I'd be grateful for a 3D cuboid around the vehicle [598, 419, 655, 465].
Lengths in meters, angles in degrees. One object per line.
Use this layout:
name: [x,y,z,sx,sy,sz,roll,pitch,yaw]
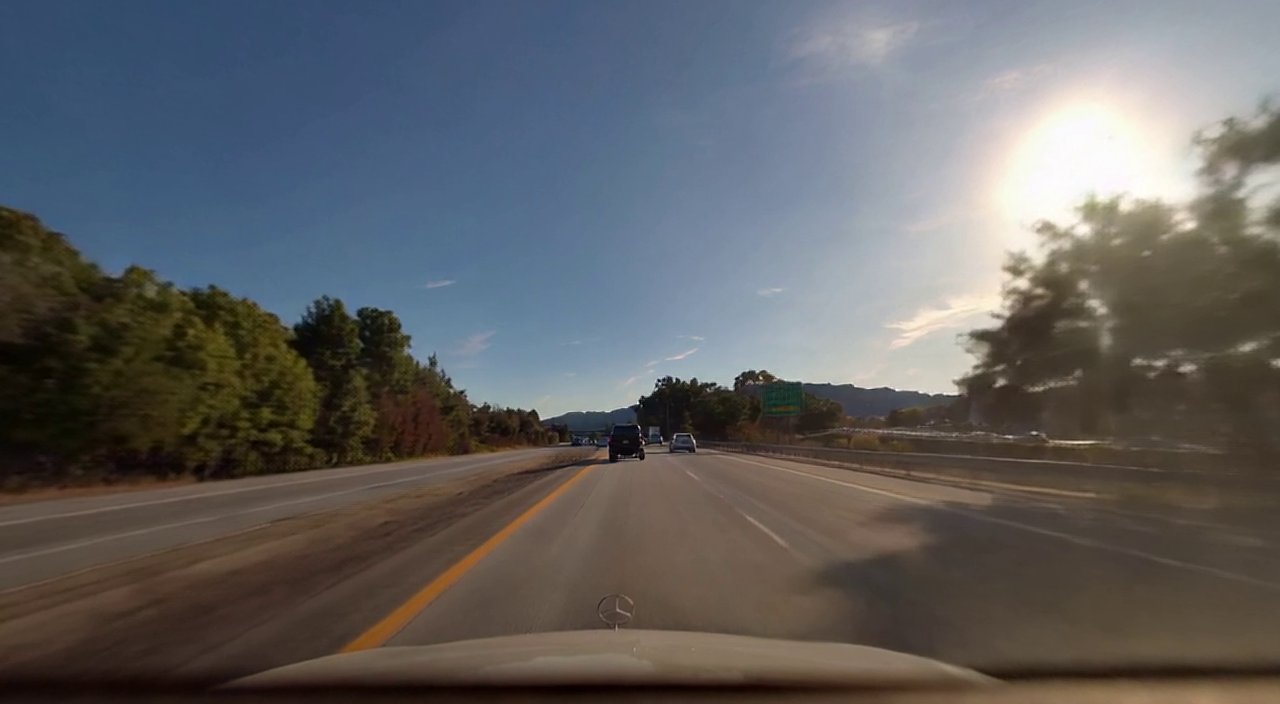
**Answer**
vehicle: [-0.624,4.305,30.192,2.503,2.044,4.633,0,-8,-1]
